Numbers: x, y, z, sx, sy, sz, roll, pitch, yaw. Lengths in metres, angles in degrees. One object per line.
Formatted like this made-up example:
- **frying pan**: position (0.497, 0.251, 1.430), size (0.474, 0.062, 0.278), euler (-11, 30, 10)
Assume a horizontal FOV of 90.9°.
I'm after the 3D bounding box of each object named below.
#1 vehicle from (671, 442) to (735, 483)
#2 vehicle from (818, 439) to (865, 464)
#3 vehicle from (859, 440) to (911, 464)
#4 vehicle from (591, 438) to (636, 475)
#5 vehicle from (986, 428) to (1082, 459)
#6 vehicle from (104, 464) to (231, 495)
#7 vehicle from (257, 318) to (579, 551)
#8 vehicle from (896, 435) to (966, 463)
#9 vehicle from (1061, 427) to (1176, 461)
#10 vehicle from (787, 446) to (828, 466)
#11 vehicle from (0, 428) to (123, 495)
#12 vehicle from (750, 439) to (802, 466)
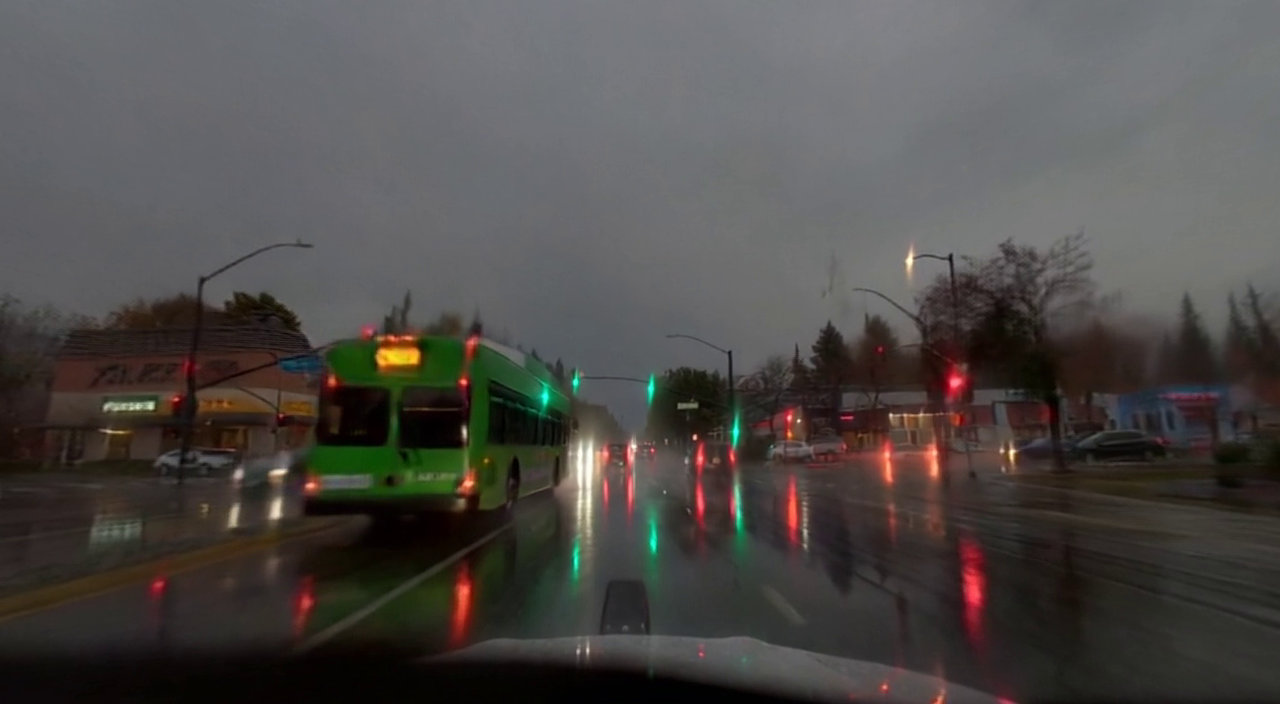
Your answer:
- **vehicle**: position (2.541, 4.587, 26.483), size (2.046, 1.540, 3.883), euler (0, -9, -4)
- **vehicle**: position (15.805, 7.840, 49.700), size (2.020, 1.796, 4.600), euler (0, -9, -2)
- **vehicle**: position (19.183, 7.832, 49.507), size (2.143, 1.731, 4.290), euler (0, -9, -3)
- **vehicle**: position (-1.475, 5.629, 34.278), size (2.301, 1.837, 4.411), euler (0, -9, -3)
- **vehicle**: position (30.297, 7.087, 48.581), size (5.954, 2.283, 2.137), euler (0, -9, -1)
- **vehicle**: position (-24.528, 6.631, 32.854), size (4.868, 1.434, 2.115), euler (0, -8, 0)
- **vehicle**: position (-3.719, 2.153, 15.752), size (3.018, 3.217, 13.998), euler (0, -9, 0)
- **vehicle**: position (22.766, 7.582, 49.631), size (2.384, 1.959, 5.372), euler (-2, -8, -7)
- **vehicle**: position (34.804, 6.686, 45.934), size (6.271, 2.145, 2.510), euler (-2, -8, -2)
- **vehicle**: position (12.982, 8.097, 49.108), size (1.860, 1.443, 3.772), euler (0, -9, -5)
- **vehicle**: position (-34.230, 5.828, 33.397), size (10.321, 3.275, 3.158), euler (0, -10, -4)
- **vehicle**: position (10.528, 7.835, 49.151), size (2.304, 1.907, 4.844), euler (1, -9, -8)
